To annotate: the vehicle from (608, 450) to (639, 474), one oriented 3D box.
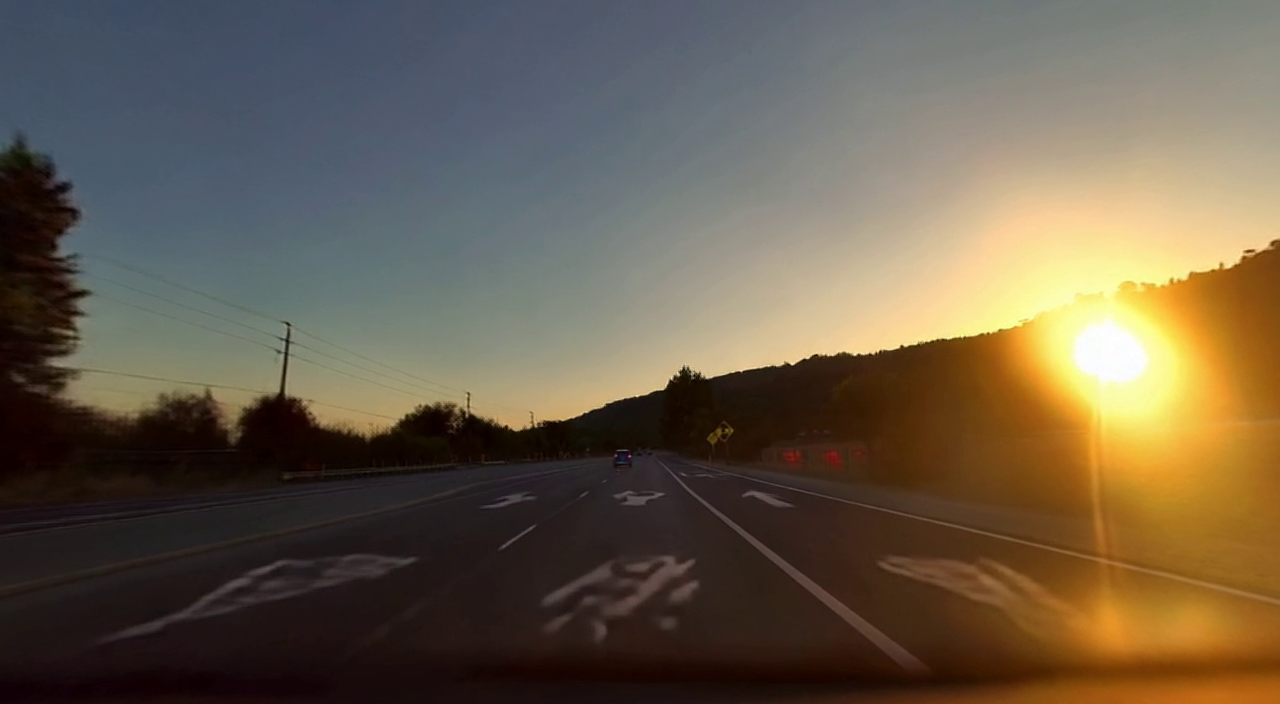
[{"bbox_3d":[-1.143,7.909,45.558,2.053,1.647,4.252,0,-9,2],"label":"vehicle"}]
